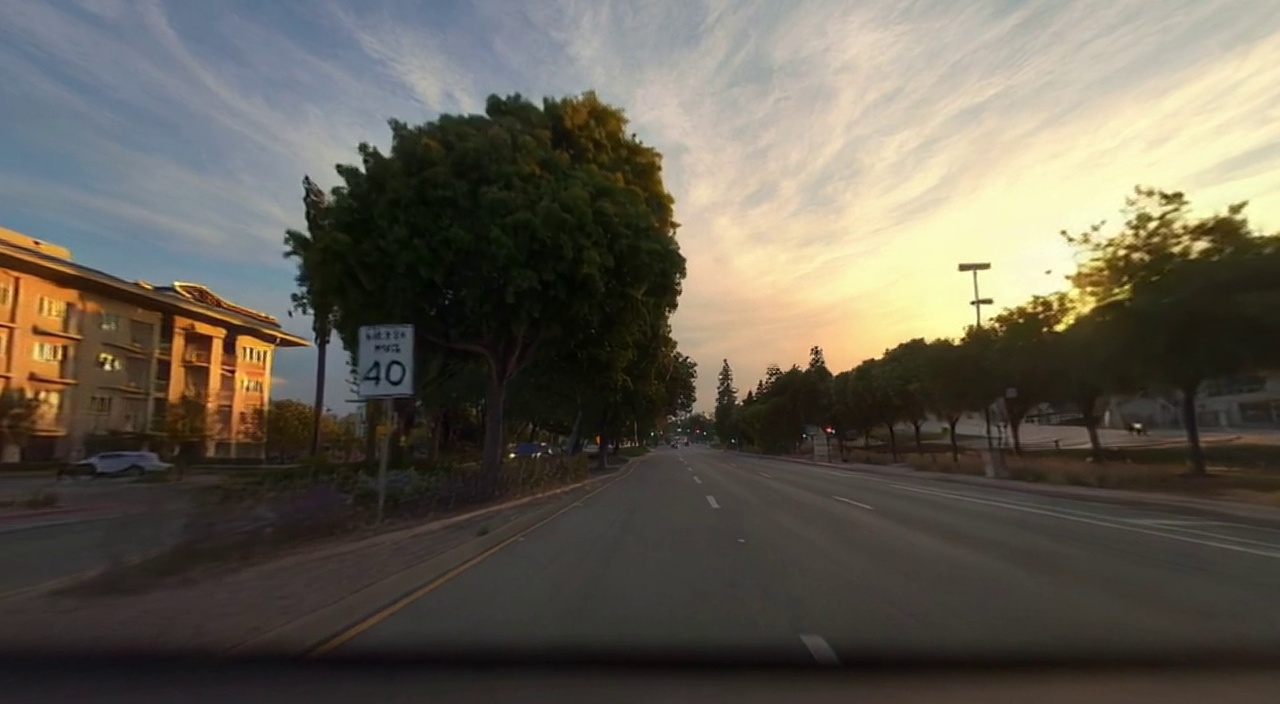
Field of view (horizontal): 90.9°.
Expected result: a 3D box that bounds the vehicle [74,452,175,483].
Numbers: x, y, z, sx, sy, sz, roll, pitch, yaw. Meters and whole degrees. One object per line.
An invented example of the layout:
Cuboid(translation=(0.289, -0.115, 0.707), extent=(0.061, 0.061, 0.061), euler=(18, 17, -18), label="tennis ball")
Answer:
Cuboid(translation=(-26.227, 5.871, 32.142), extent=(3.651, 1.453, 1.643), euler=(-1, -8, 1), label="vehicle")
